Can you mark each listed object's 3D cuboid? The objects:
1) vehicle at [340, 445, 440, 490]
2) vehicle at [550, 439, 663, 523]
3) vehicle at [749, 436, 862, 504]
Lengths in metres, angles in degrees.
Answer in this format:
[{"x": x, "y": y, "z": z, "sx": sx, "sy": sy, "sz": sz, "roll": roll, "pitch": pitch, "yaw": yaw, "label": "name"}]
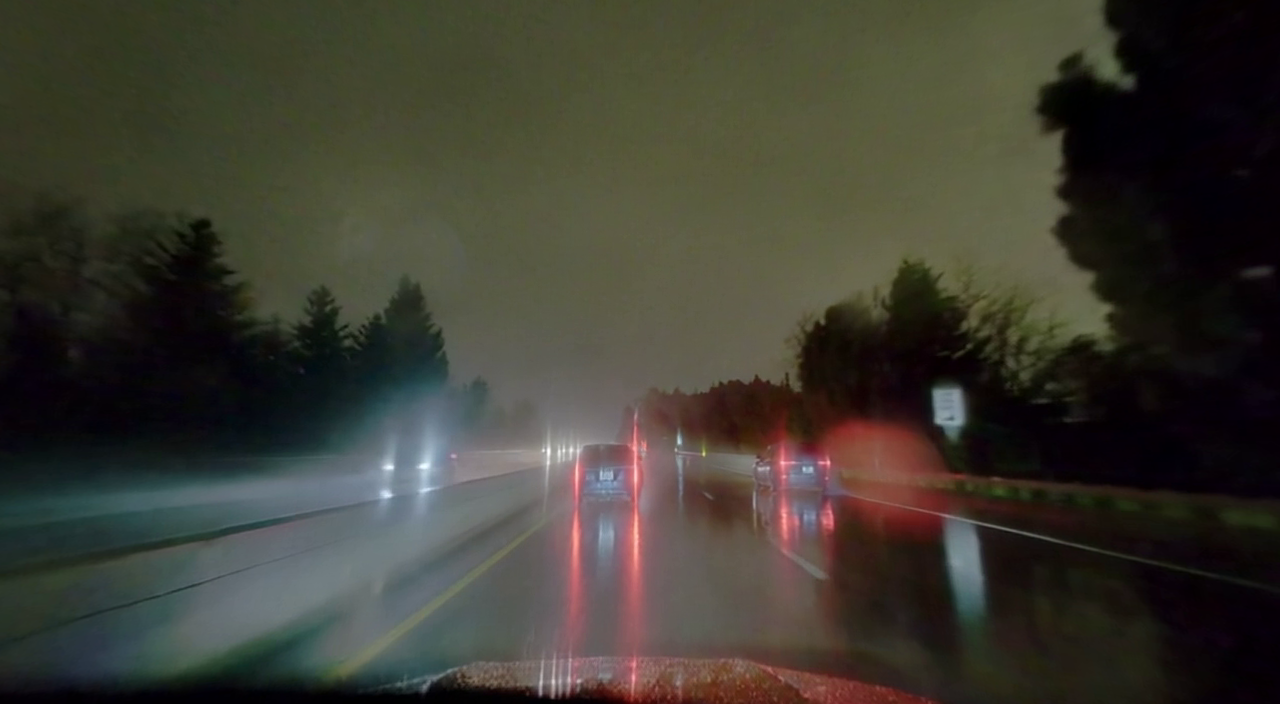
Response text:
[{"x": -8.895, "y": 4.121, "z": 22.700, "sx": 1.840, "sy": 1.474, "sz": 4.203, "roll": 0, "pitch": -9, "yaw": 0, "label": "vehicle"}, {"x": -0.591, "y": 2.643, "z": 13.362, "sx": 2.013, "sy": 1.479, "sz": 4.169, "roll": 0, "pitch": -9, "yaw": 0, "label": "vehicle"}, {"x": 4.138, "y": 3.010, "z": 16.353, "sx": 1.910, "sy": 1.554, "sz": 3.718, "roll": 0, "pitch": -9, "yaw": 0, "label": "vehicle"}]
